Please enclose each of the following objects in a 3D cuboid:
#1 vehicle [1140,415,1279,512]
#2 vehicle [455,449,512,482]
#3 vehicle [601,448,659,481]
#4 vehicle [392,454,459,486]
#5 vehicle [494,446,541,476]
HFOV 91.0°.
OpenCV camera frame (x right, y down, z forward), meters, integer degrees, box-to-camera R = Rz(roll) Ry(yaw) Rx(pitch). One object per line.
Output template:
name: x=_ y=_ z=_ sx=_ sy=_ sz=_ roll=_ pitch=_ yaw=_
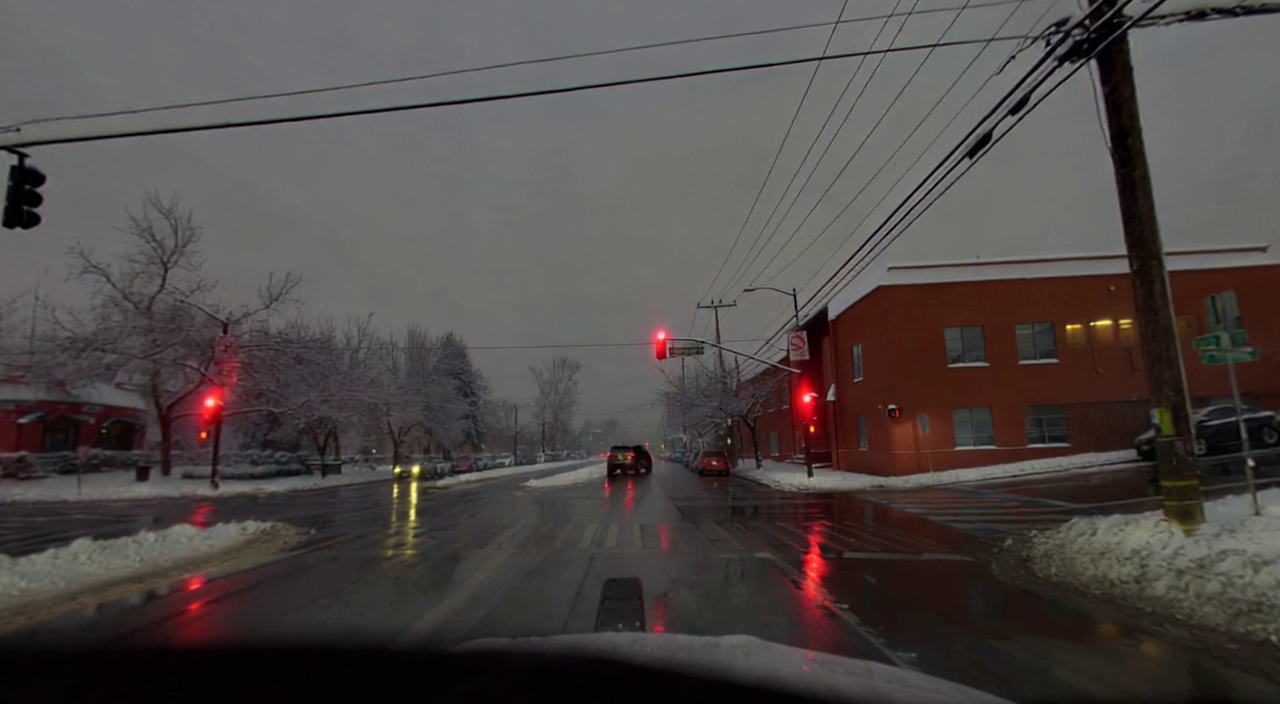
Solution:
vehicle: x=12.653 y=2.207 z=12.755 sx=3.234 sy=1.746 sz=1.941 roll=-2 pitch=-10 yaw=1
vehicle: x=-8.703 y=6.324 z=35.297 sx=2.020 sy=1.672 sz=3.842 roll=0 pitch=-9 yaw=3
vehicle: x=-0.461 y=6.022 z=34.016 sx=2.120 sy=1.650 sz=4.525 roll=-2 pitch=-9 yaw=13
vehicle: x=-12.005 y=6.601 z=35.591 sx=1.943 sy=1.574 sz=4.727 roll=0 pitch=-9 yaw=3
vehicle: x=-8.195 y=7.316 z=42.578 sx=2.096 sy=1.830 sz=4.752 roll=0 pitch=-9 yaw=2
